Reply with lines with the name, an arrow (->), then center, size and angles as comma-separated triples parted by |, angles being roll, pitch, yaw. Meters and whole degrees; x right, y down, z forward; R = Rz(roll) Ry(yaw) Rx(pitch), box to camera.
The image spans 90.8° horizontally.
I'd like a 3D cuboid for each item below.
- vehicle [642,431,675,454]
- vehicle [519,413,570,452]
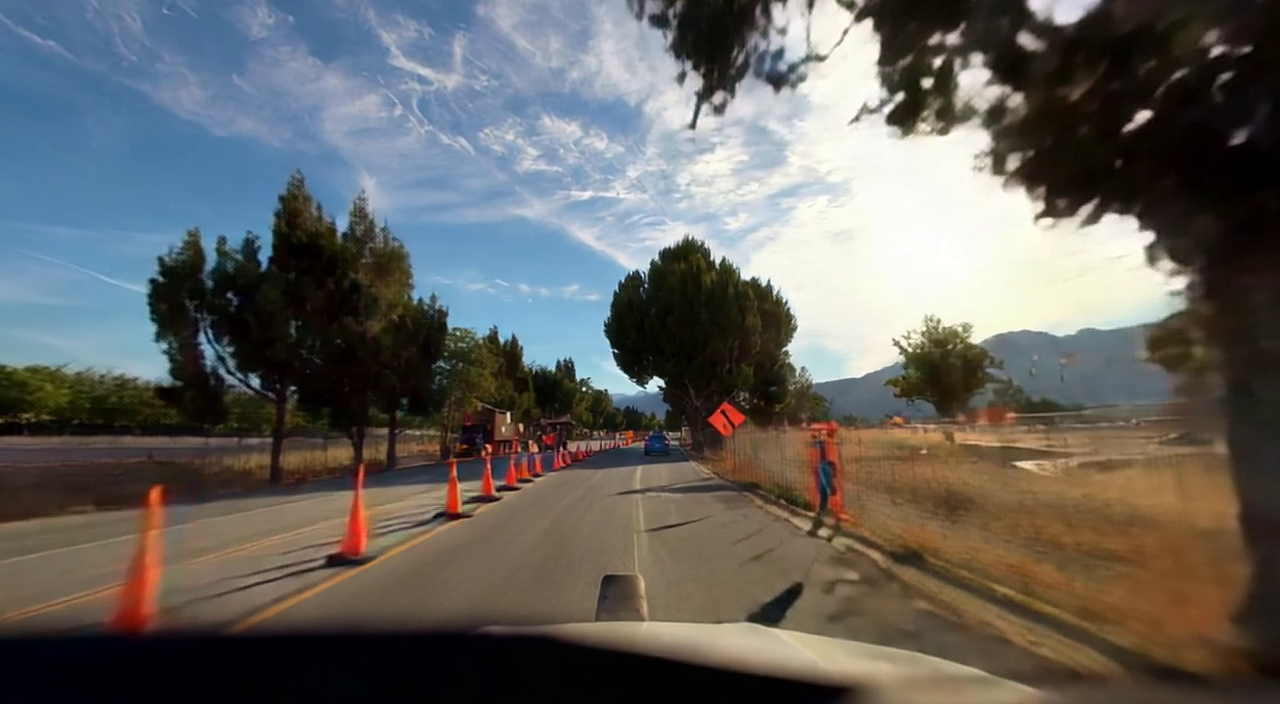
vehicle -> 1.272, 6.298, 43.777 | 2.172, 1.486, 3.581 | 0, -9, 2
vehicle -> -6.802, 5.821, 45.283 | 3.064, 2.710, 2.385 | -1, -9, 4
